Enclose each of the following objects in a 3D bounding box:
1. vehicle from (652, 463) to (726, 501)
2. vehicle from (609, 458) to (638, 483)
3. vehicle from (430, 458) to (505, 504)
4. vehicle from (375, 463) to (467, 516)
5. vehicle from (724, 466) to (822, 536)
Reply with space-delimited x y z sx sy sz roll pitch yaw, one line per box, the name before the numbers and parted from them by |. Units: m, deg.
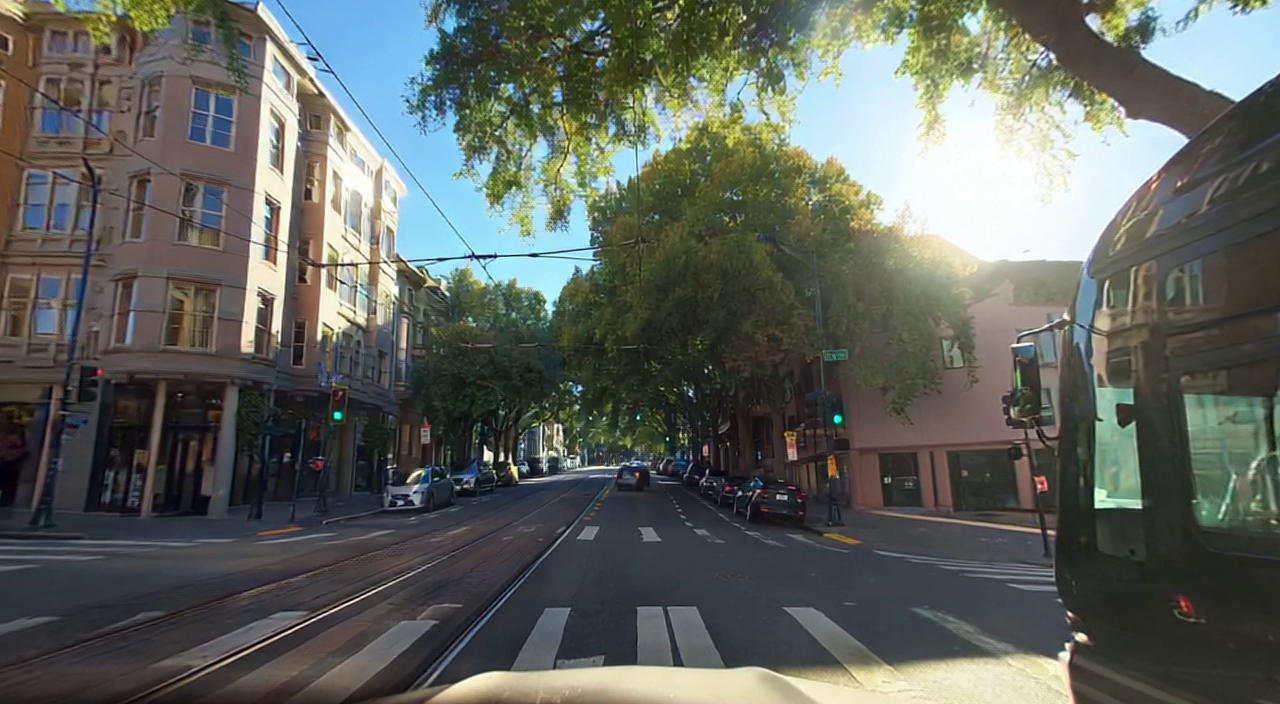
vehicle | 2.344 6.325 31.024 1.984 1.571 3.404 5 -10 -33
vehicle | -1.111 8.281 44.312 1.966 1.600 3.494 0 -8 0
vehicle | -7.418 5.579 27.668 1.861 1.751 4.550 1 -10 2
vehicle | -7.442 4.807 21.909 1.779 1.588 3.953 2 -14 -1
vehicle | 3.848 4.389 19.107 1.929 1.723 4.134 0 -8 -2
